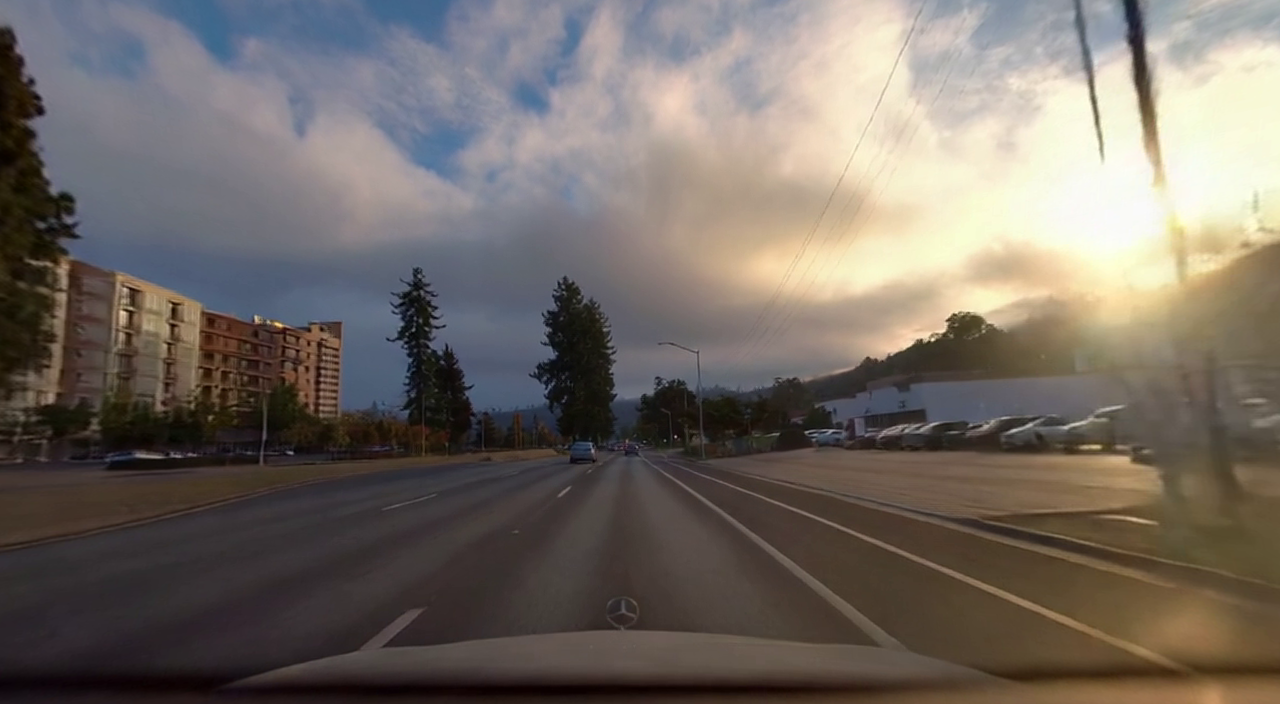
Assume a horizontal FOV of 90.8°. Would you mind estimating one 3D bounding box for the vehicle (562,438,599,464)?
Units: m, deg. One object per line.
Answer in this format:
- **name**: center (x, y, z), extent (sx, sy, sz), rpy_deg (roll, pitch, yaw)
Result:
- **vehicle**: center (-3.918, 6.627, 42.318), extent (2.121, 1.654, 3.993), rpy_deg (0, -8, -1)
